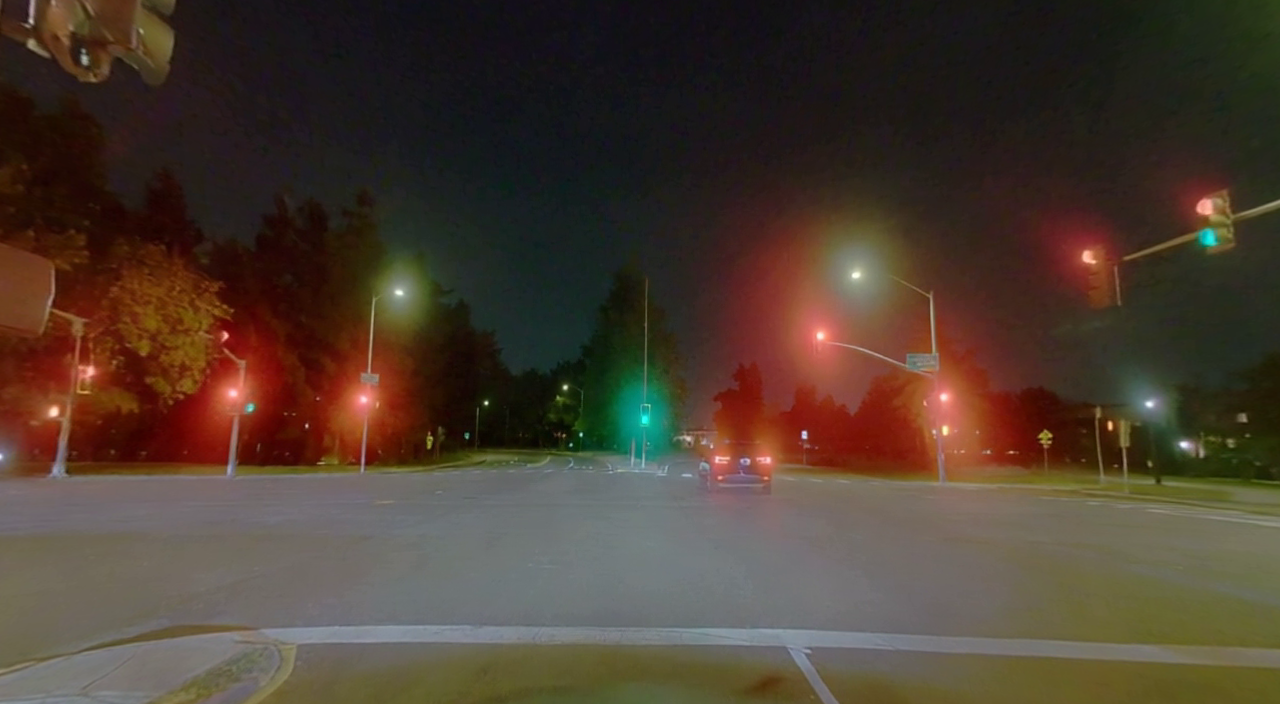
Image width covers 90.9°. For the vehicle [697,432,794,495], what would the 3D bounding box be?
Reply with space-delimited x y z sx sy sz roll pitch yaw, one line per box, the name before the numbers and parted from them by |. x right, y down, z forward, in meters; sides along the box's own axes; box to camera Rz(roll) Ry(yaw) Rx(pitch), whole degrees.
vehicle | 3.073 3.371 19.477 2.150 1.706 4.754 0 -8 0
